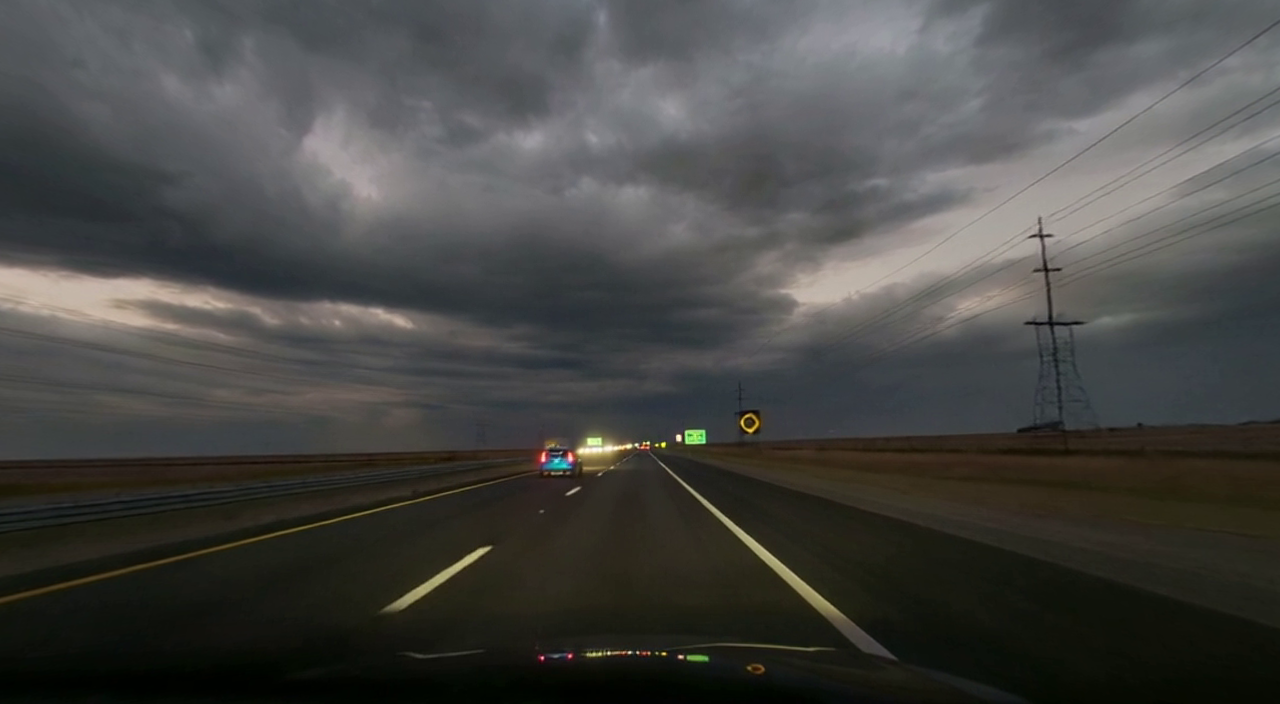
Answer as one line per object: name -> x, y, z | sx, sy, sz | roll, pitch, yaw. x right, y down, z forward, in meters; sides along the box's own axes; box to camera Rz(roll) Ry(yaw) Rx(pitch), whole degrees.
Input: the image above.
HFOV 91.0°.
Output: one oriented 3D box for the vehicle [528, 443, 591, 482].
vehicle -> -3.456, 4.836, 27.878 | 2.106, 1.543, 4.465 | 0, -9, 1
